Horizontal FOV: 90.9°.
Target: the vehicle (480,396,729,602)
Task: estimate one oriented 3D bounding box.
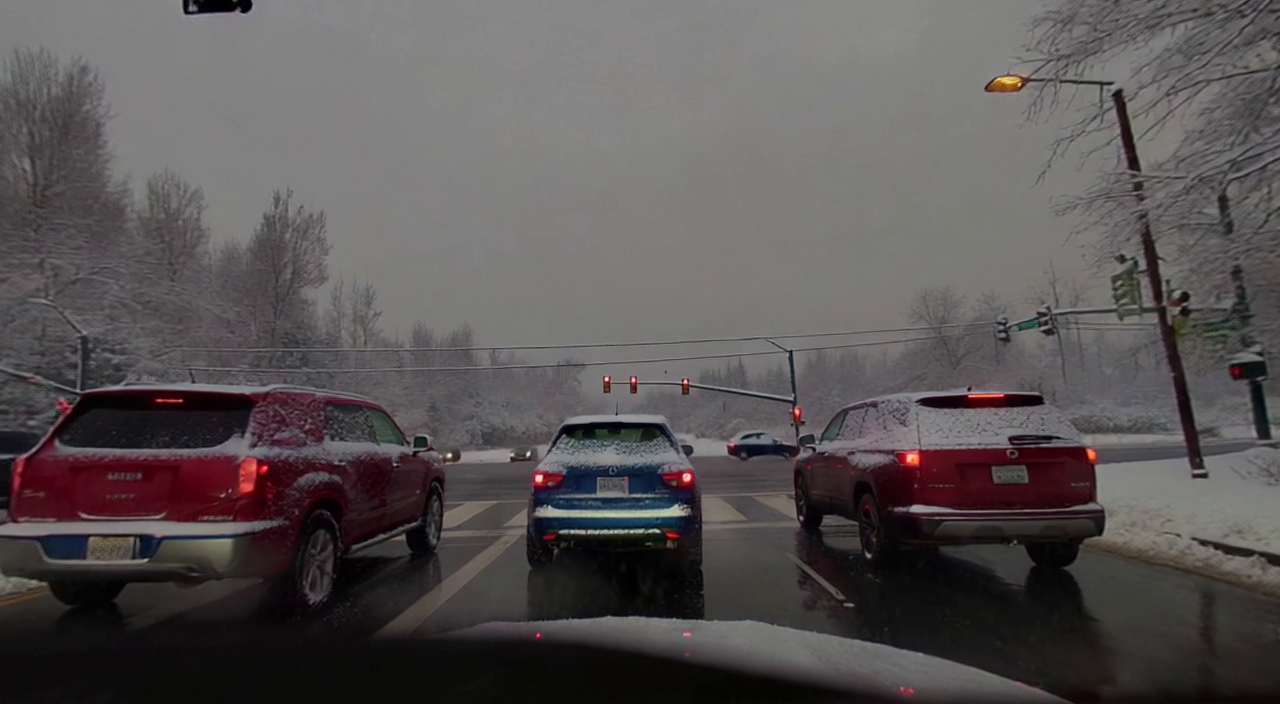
[{"bbox_3d":[-0.240,1.514,7.314,2.067,1.702,3.987,0,-8,2],"label":"vehicle"}]

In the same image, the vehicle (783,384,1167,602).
[{"bbox_3d":[3.266,1.488,7.507,2.083,1.779,4.532,0,-8,0],"label":"vehicle"}]

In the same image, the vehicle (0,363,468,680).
[{"bbox_3d":[-3.281,1.285,5.893,2.047,1.810,4.414,0,-8,1],"label":"vehicle"}]

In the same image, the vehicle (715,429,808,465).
[{"bbox_3d":[6.656,5.223,34.737,4.535,1.872,1.975,-6,-10,34],"label":"vehicle"}]

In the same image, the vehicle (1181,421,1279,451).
[{"bbox_3d":[32.774,4.656,34.777,4.175,1.634,1.877,1,-8,-4],"label":"vehicle"}]
